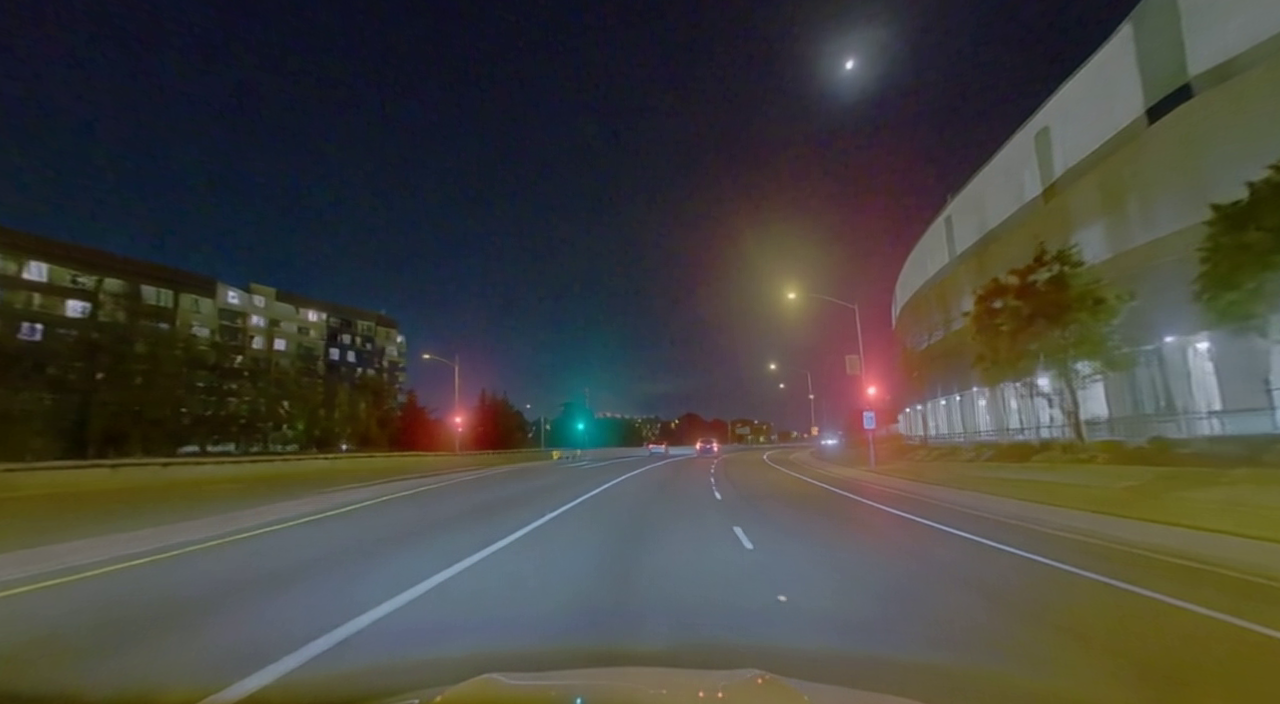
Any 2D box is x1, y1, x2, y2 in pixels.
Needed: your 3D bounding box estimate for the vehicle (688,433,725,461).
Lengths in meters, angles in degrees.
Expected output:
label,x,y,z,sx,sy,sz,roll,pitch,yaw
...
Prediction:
label,x,y,z,sx,sy,sz,roll,pitch,yaw
vehicle,4.961,6.949,46.475,2.356,1.931,4.840,-2,-8,10
